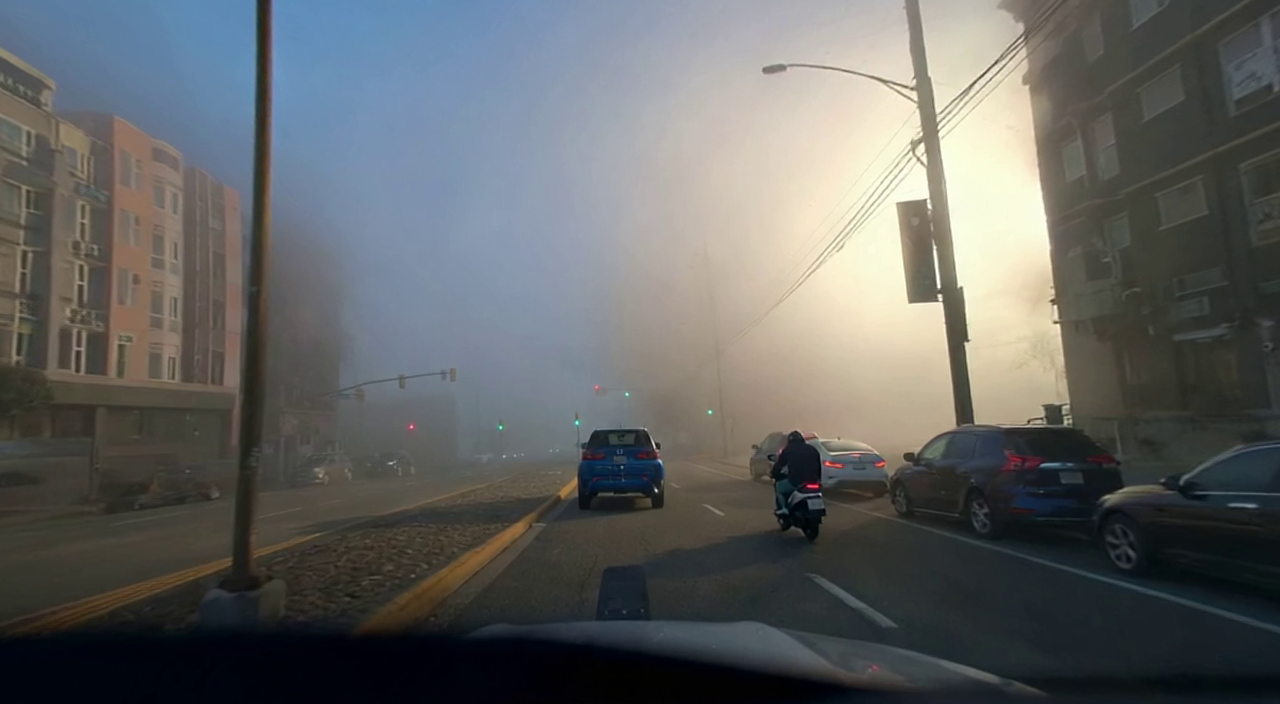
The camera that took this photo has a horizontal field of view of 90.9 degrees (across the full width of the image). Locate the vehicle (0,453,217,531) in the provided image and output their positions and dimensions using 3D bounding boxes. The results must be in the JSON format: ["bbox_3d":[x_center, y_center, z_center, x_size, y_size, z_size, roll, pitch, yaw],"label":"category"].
[{"bbox_3d":[-13.883,3.607,16.916,1.880,1.702,4.719,0,-9,-2],"label":"vehicle"}]

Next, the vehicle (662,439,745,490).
[{"bbox_3d":[1.976,3.704,21.193,2.101,1.507,4.355,0,-9,-3],"label":"vehicle"}]

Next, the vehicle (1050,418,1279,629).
[{"bbox_3d":[5.552,1.248,4.604,1.801,1.516,4.868,0,-9,0],"label":"vehicle"}]

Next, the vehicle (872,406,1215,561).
[{"bbox_3d":[5.361,1.796,9.272,2.094,1.719,4.150,0,-9,-3],"label":"vehicle"}]

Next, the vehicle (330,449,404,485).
[{"bbox_3d":[-15.237,6.391,35.486,2.267,1.831,4.702,0,-9,-4],"label":"vehicle"}]

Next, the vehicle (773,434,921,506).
[{"bbox_3d":[4.985,2.909,16.018,2.012,1.532,4.565,0,-9,-3],"label":"vehicle"}]

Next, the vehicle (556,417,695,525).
[{"bbox_3d":[-0.300,2.265,12.467,2.265,1.748,4.130,0,-9,-2],"label":"vehicle"}]

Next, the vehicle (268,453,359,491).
[{"bbox_3d":[-18.615,6.831,36.396,2.400,1.913,6.066,0,-9,-4],"label":"vehicle"}]
